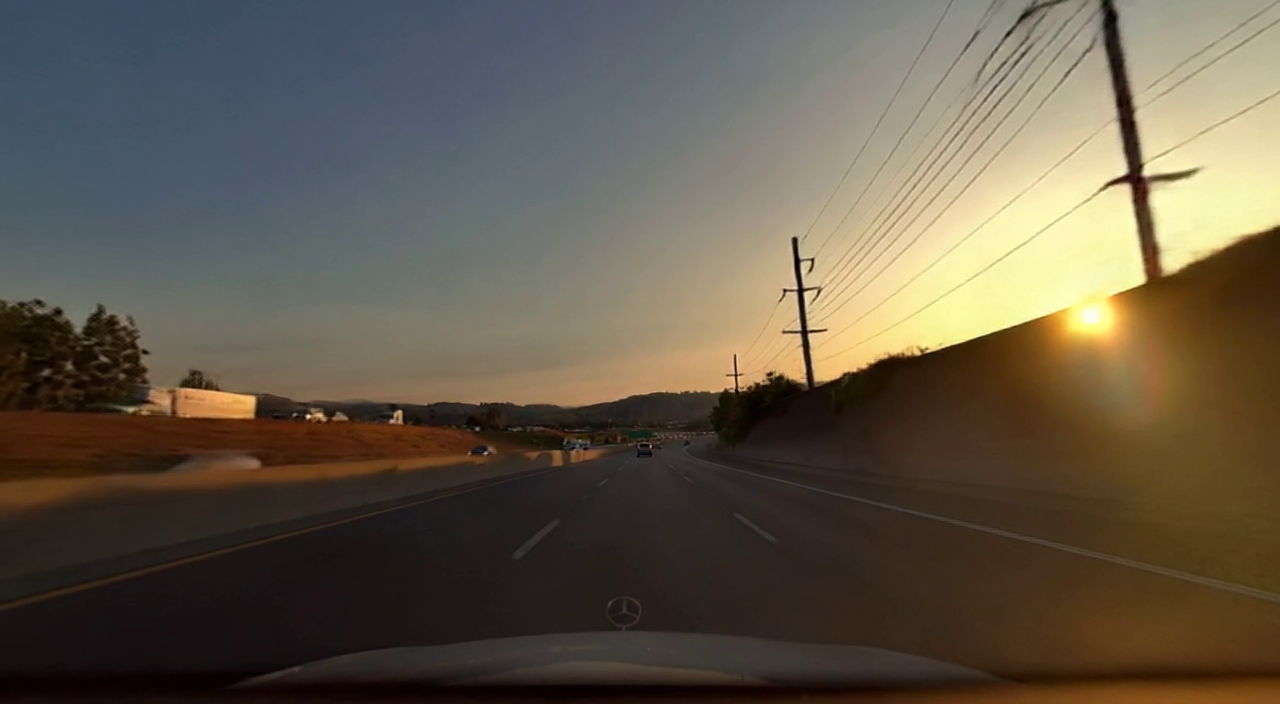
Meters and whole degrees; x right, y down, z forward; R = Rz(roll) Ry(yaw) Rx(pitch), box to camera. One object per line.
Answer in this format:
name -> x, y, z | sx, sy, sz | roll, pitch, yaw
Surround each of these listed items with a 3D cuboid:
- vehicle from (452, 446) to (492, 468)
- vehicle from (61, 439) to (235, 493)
vehicle -> -11.078, 6.971, 41.875 | 1.551, 1.382, 3.595 | 0, -10, 2
vehicle -> -14.750, 3.425, 19.303 | 1.822, 1.434, 4.298 | 0, -9, 0
